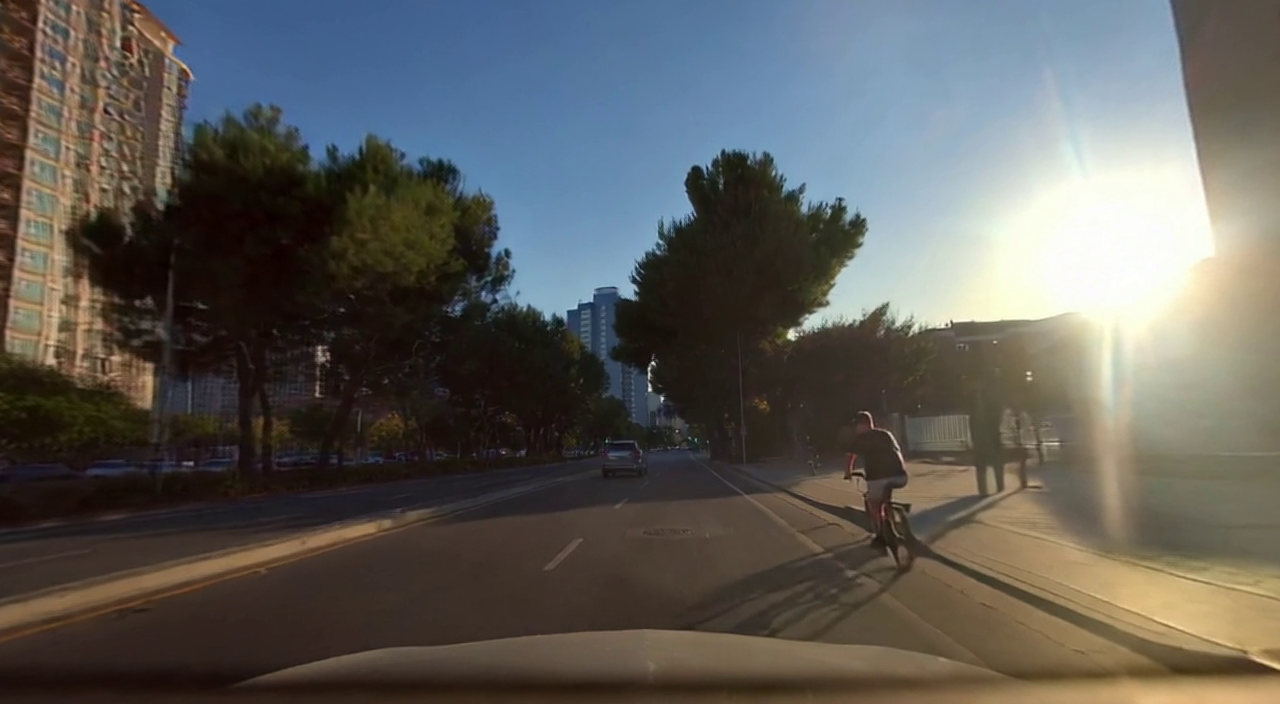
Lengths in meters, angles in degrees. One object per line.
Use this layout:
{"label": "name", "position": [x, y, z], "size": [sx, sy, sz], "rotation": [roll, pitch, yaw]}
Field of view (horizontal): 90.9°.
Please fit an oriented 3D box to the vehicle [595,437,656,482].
{"label": "vehicle", "position": [-0.552, 4.891, 28.874], "size": [2.294, 1.859, 5.127], "rotation": [-1, -9, 5]}
